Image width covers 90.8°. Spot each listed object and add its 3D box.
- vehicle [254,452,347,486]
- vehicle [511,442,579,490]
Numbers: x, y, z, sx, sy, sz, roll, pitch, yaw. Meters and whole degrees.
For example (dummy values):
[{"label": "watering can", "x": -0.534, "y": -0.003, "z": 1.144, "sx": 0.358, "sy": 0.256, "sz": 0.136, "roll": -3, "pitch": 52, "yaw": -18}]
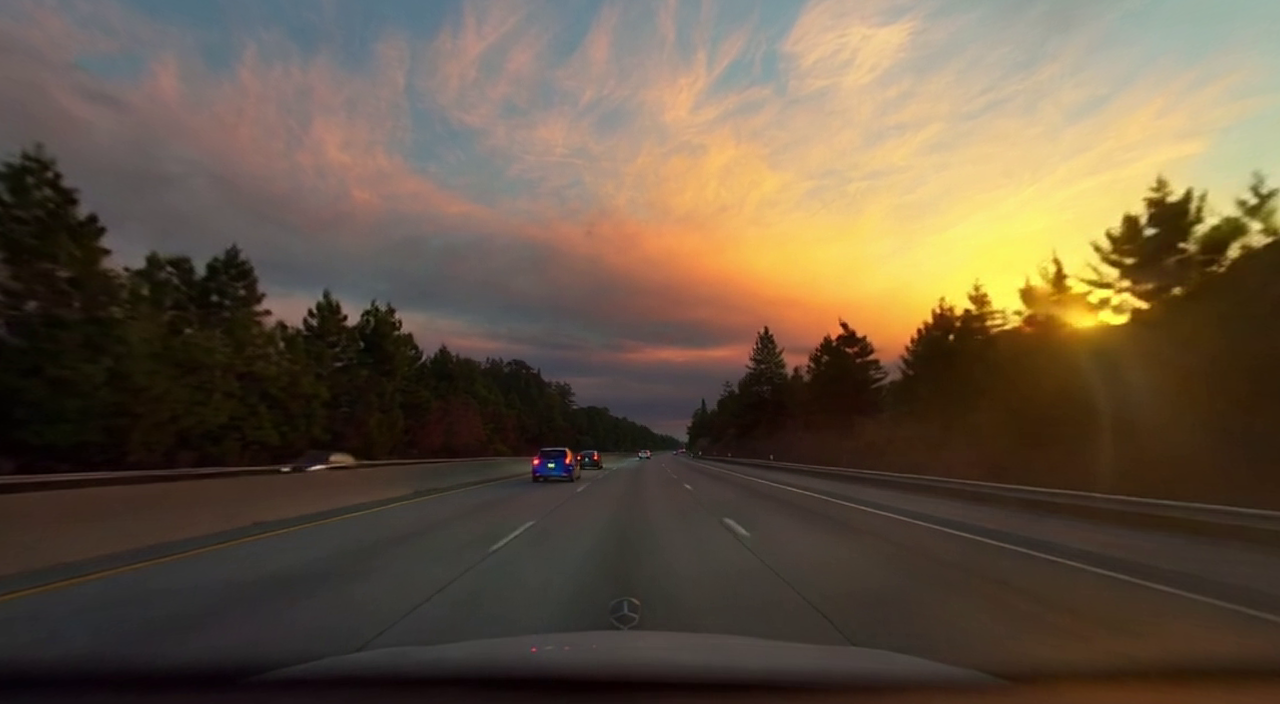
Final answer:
[{"label": "vehicle", "x": -17.076, "y": 5.873, "z": 32.041, "sx": 1.984, "sy": 1.534, "sz": 4.841, "roll": 0, "pitch": -9, "yaw": 0}, {"label": "vehicle", "x": -3.417, "y": 4.175, "z": 23.406, "sx": 1.846, "sy": 1.600, "sz": 4.108, "roll": 0, "pitch": -9, "yaw": 1}]
